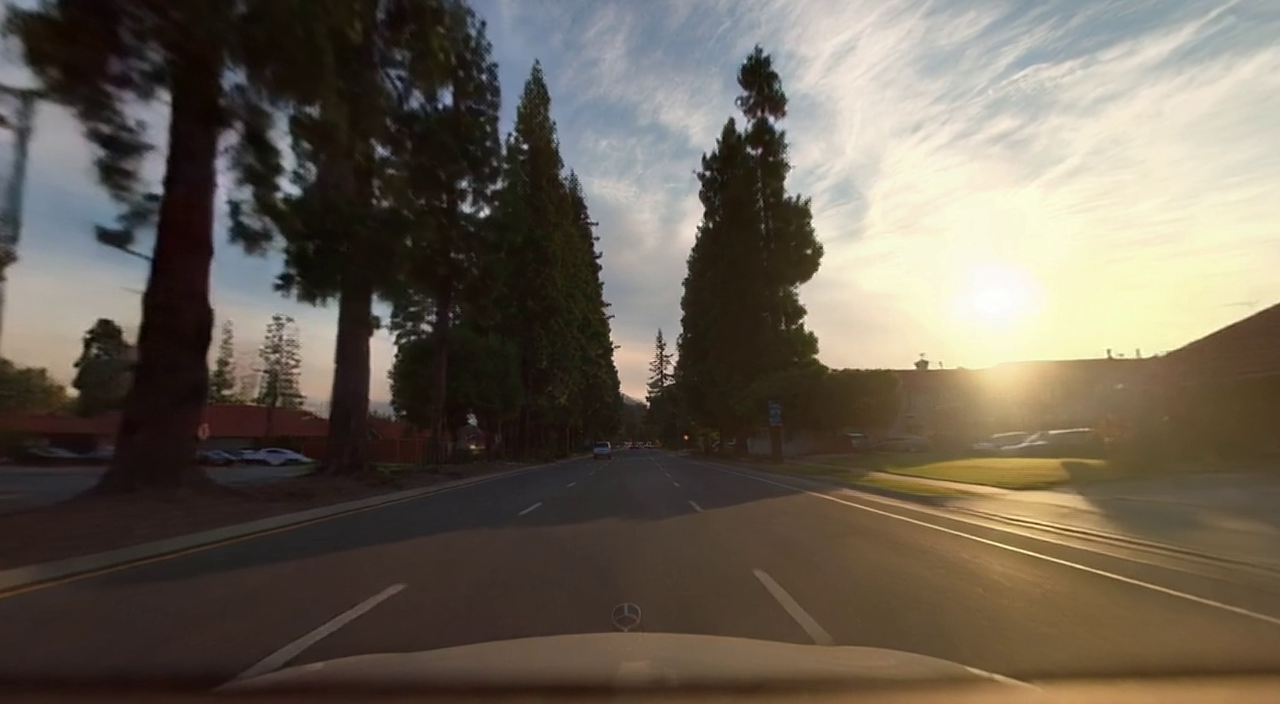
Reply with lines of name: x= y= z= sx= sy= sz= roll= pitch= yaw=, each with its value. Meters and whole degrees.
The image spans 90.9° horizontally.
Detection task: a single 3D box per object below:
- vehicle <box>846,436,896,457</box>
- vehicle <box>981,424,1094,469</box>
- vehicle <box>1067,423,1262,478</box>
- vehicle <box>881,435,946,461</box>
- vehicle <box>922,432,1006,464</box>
vehicle: x=16.912 y=6.949 z=46.401 sx=1.825 sy=1.458 sz=4.689 roll=0 pitch=-9 yaw=-1
vehicle: x=16.471 y=3.952 z=26.433 sx=2.046 sy=1.714 sz=4.199 roll=0 pitch=-8 yaw=2
vehicle: x=16.110 y=3.073 z=19.828 sx=1.829 sy=1.505 sz=5.023 roll=0 pitch=-8 yaw=0
vehicle: x=16.880 y=5.974 z=39.150 sx=1.804 sy=1.468 sz=4.699 roll=0 pitch=-9 yaw=-2
vehicle: x=16.559 y=4.973 z=32.545 sx=1.968 sy=1.511 sz=4.497 roll=0 pitch=-9 yaw=0
